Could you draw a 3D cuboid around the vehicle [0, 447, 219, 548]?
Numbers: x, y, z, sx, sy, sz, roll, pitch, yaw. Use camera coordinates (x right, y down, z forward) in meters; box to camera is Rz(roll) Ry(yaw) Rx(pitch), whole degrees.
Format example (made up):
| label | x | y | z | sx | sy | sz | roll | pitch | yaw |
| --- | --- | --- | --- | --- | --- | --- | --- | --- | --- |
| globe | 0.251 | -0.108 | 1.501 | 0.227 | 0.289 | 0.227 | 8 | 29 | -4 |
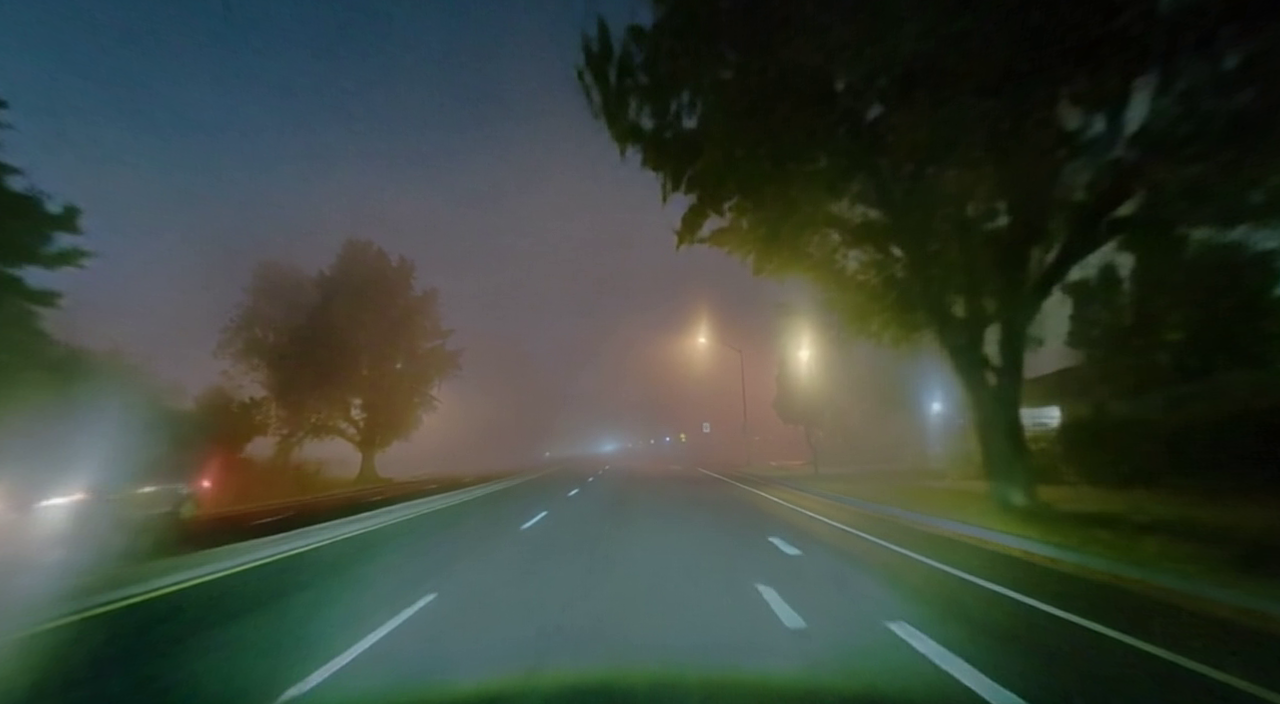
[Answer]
| label | x | y | z | sx | sy | sz | roll | pitch | yaw |
| --- | --- | --- | --- | --- | --- | --- | --- | --- | --- |
| vehicle | -11.482 | 2.943 | 13.306 | 2.047 | 1.710 | 4.473 | -3 | -9 | 2 |
